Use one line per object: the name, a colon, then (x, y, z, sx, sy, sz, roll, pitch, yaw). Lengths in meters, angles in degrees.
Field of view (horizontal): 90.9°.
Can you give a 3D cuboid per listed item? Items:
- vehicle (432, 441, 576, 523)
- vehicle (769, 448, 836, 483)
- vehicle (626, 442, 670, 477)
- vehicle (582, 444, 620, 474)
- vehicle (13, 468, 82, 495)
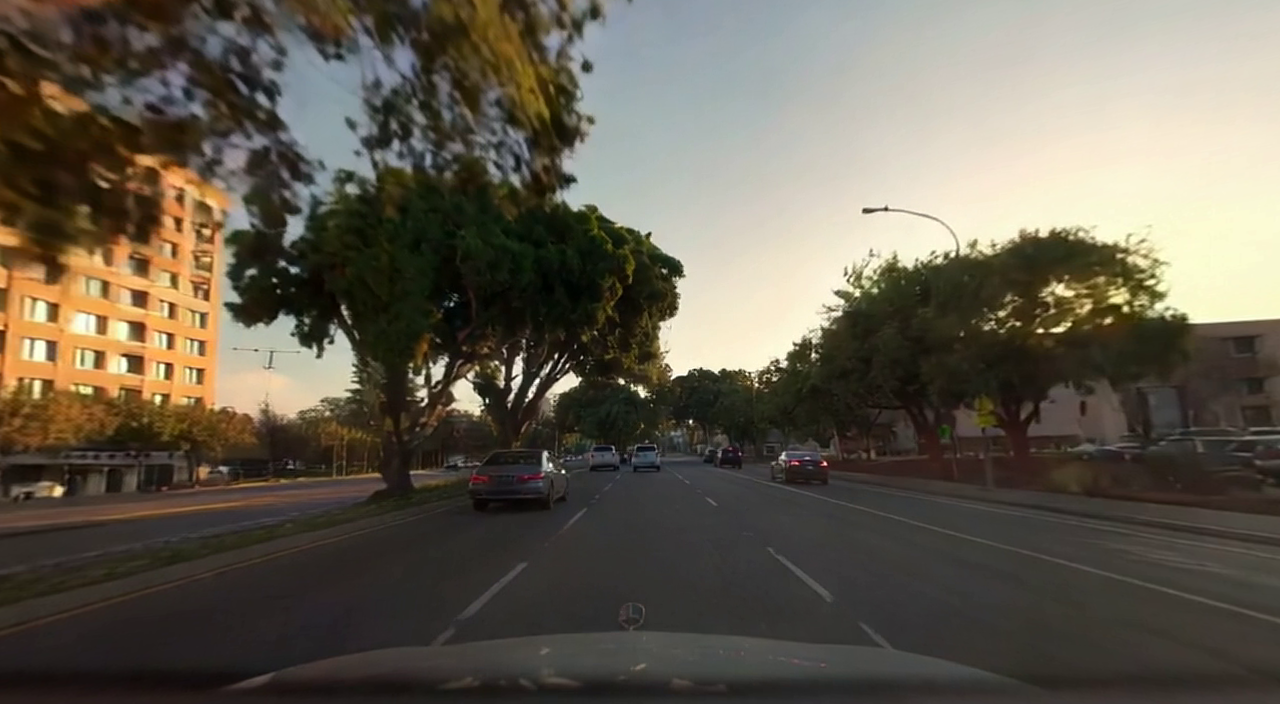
vehicle: (-2.735, 2.744, 13.868, 2.095, 1.486, 4.411, 0, -9, 1)
vehicle: (7.274, 5.113, 28.714, 1.884, 1.458, 4.245, 0, -9, 0)
vehicle: (0.448, 5.916, 34.926, 2.304, 1.795, 4.526, 0, -9, 1)
vehicle: (-2.485, 7.016, 41.586, 2.117, 1.799, 4.442, 0, -9, 1)
vehicle: (-39.800, 8.694, 42.484, 1.802, 1.530, 4.596, 4, -9, -23)
